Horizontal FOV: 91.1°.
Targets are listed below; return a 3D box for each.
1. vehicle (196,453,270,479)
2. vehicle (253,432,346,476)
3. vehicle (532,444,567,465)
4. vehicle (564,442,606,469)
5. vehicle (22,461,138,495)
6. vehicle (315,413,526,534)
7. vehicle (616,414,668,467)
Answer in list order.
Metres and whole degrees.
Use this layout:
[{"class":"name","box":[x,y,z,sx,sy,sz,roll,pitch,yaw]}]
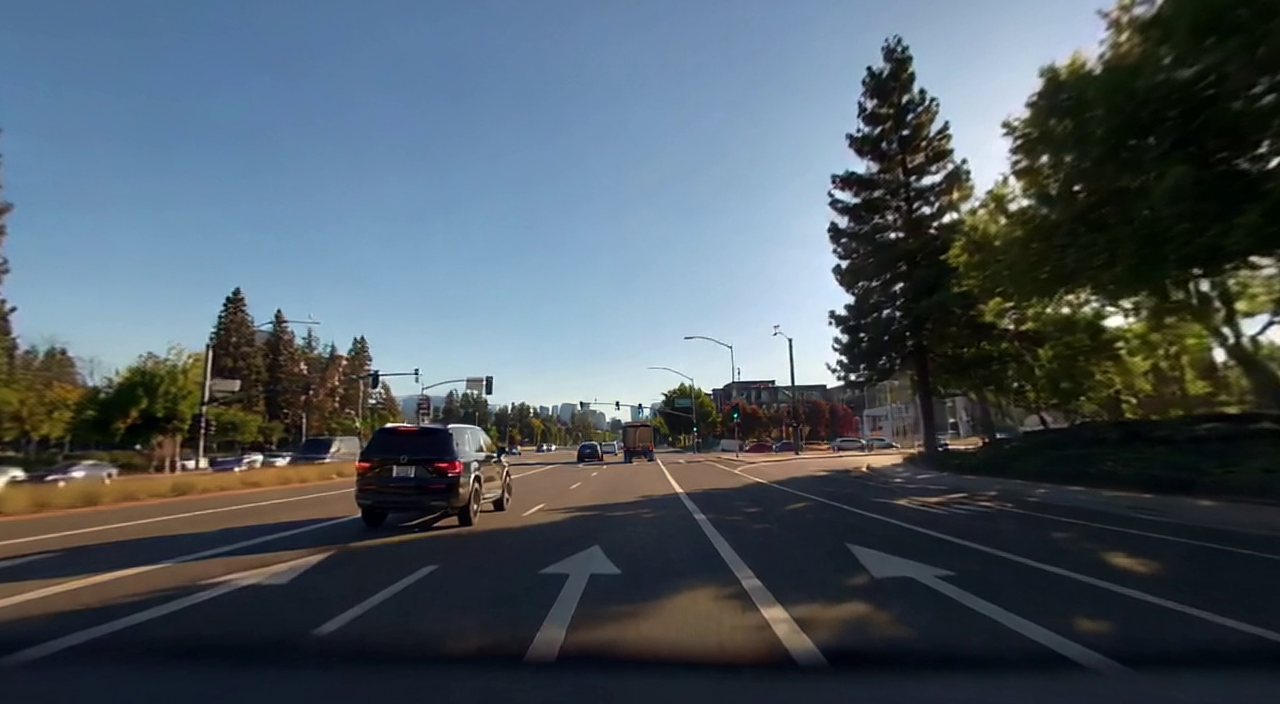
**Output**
[{"class":"vehicle","box":[-28.626,8.017,44.376,2.028,1.652,4.607,0,-9,1]},{"class":"vehicle","box":[-21.385,6.439,39.825,2.406,2.509,5.940,0,-9,1]},{"class":"vehicle","box":[-6.669,7.582,46.577,1.933,1.477,4.119,0,-9,1]},{"class":"vehicle","box":[-3.217,6.122,37.297,2.023,1.483,4.143,0,-9,1]},{"class":"vehicle","box":[-28.823,6.451,32.523,1.821,1.496,4.489,0,-9,1]},{"class":"vehicle","box":[-3.815,2.229,12.131,2.178,1.826,4.933,0,-9,1]},{"class":"vehicle","box":[0.198,5.614,39.689,2.993,3.051,6.692,0,-9,2]}]
